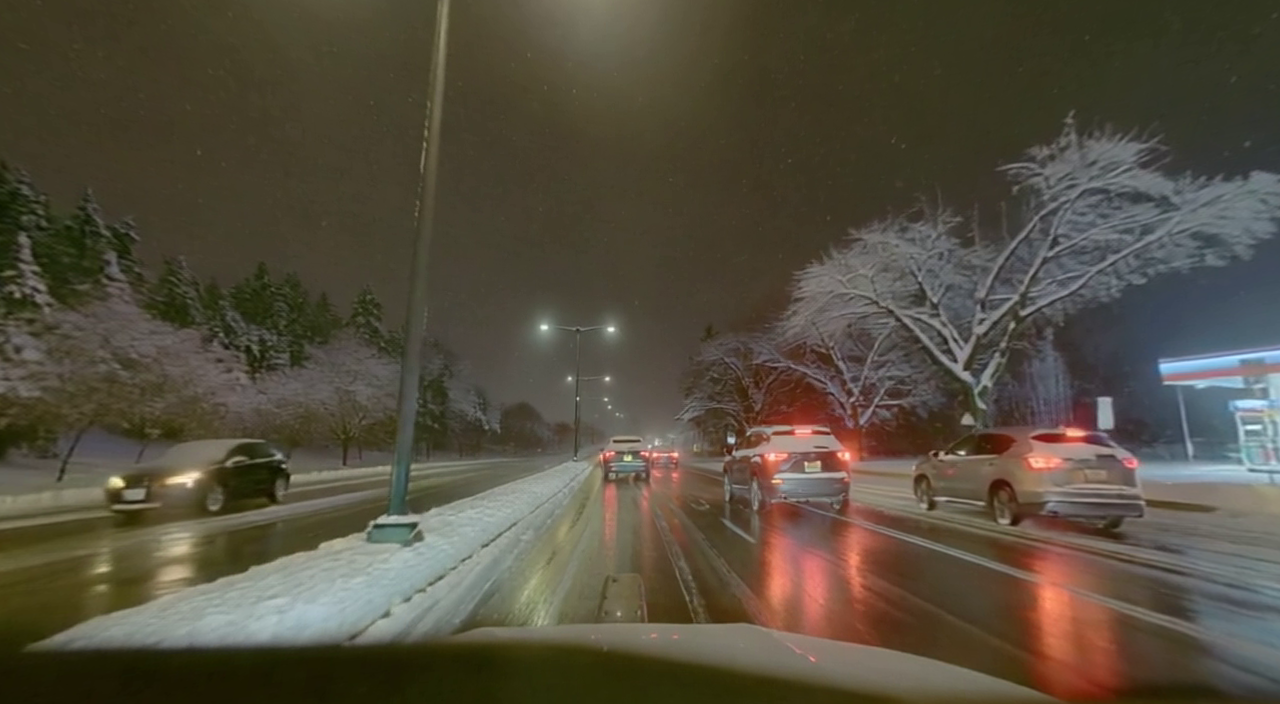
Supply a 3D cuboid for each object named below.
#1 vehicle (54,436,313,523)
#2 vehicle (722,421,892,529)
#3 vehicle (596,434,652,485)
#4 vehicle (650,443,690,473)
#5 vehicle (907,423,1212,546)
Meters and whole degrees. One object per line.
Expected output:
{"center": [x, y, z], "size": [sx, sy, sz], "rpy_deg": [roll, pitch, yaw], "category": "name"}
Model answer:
{"center": [-8.812, 2.464, 12.815], "size": [1.872, 1.439, 4.507], "rpy_deg": [0, -8, 0], "category": "vehicle"}
{"center": [3.027, 2.334, 12.489], "size": [2.000, 1.745, 4.206], "rpy_deg": [0, -8, -3], "category": "vehicle"}
{"center": [-0.675, 4.194, 24.878], "size": [2.051, 1.798, 4.168], "rpy_deg": [0, -8, -3], "category": "vehicle"}
{"center": [1.631, 5.995, 35.916], "size": [1.800, 1.592, 3.658], "rpy_deg": [1, -8, -5], "category": "vehicle"}
{"center": [6.676, 2.125, 10.829], "size": [2.047, 1.653, 4.423], "rpy_deg": [0, -8, -2], "category": "vehicle"}
